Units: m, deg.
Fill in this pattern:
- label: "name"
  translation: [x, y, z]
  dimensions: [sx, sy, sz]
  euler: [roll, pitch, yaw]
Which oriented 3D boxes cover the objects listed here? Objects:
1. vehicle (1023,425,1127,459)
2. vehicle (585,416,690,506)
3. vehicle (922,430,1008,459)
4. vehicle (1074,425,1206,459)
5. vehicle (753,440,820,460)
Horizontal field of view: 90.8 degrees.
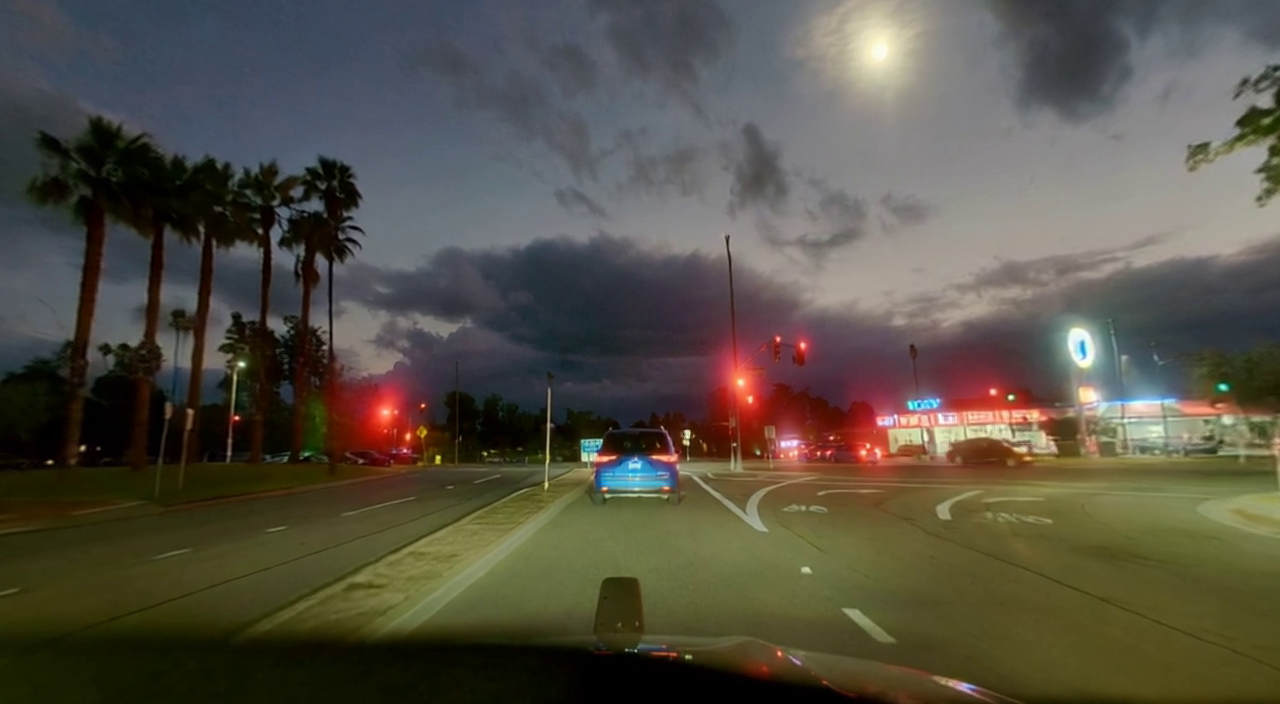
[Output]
- label: "vehicle"
  translation: [24.703, 5.140, 36.047]
  dimensions: [4.641, 1.778, 1.958]
  euler: [-6, -10, 33]
- label: "vehicle"
  translation: [-0.004, 2.709, 16.036]
  dimensions: [2.263, 1.932, 4.709]
  euler: [0, -8, 1]
- label: "vehicle"
  translation: [21.691, 6.187, 42.249]
  dimensions: [4.852, 1.847, 1.983]
  euler: [-6, -10, 33]
- label: "vehicle"
  translation: [29.103, 5.293, 37.109]
  dimensions: [5.809, 1.839, 1.957]
  euler: [-6, -10, 34]
- label: "vehicle"
  translation: [11.275, 7.567, 48.904]
  dimensions: [4.665, 1.467, 1.833]
  euler: [-6, -10, 34]
